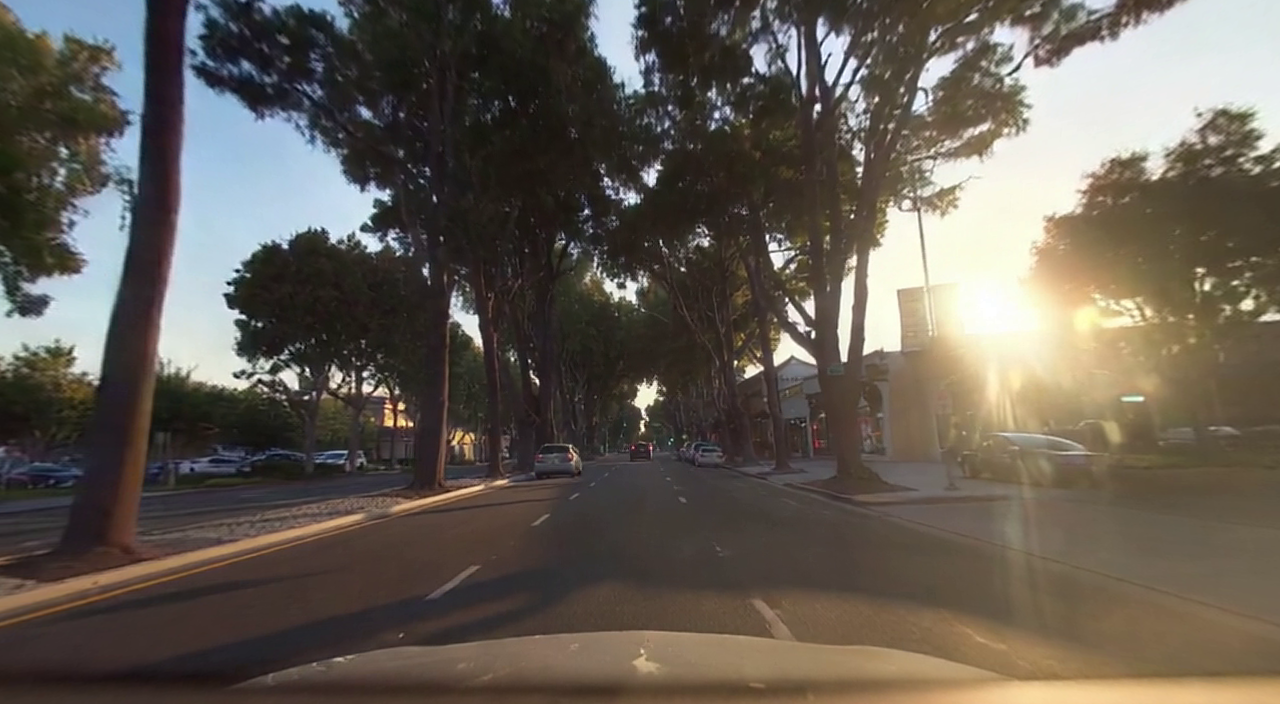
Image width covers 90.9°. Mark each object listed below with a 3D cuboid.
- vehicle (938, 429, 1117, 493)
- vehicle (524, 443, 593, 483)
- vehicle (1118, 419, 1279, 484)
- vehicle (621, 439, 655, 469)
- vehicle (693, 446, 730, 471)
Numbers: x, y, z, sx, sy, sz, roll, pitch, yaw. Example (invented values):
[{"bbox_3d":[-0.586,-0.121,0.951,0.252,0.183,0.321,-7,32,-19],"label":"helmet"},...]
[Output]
[{"bbox_3d":[10.194,2.905,17.107,1.998,1.494,4.411,0,-8,-1],"label":"vehicle"},{"bbox_3d":[-3.239,4.517,25.988,2.151,1.484,4.468,0,-8,1],"label":"vehicle"},{"bbox_3d":[15.483,2.631,16.779,2.000,1.494,4.382,0,-8,-1],"label":"vehicle"},{"bbox_3d":[-0.147,6.576,40.780,2.075,1.770,4.018,0,-8,-1],"label":"vehicle"},{"bbox_3d":[4.502,6.756,40.283,1.896,1.451,4.329,0,-8,0],"label":"vehicle"}]
